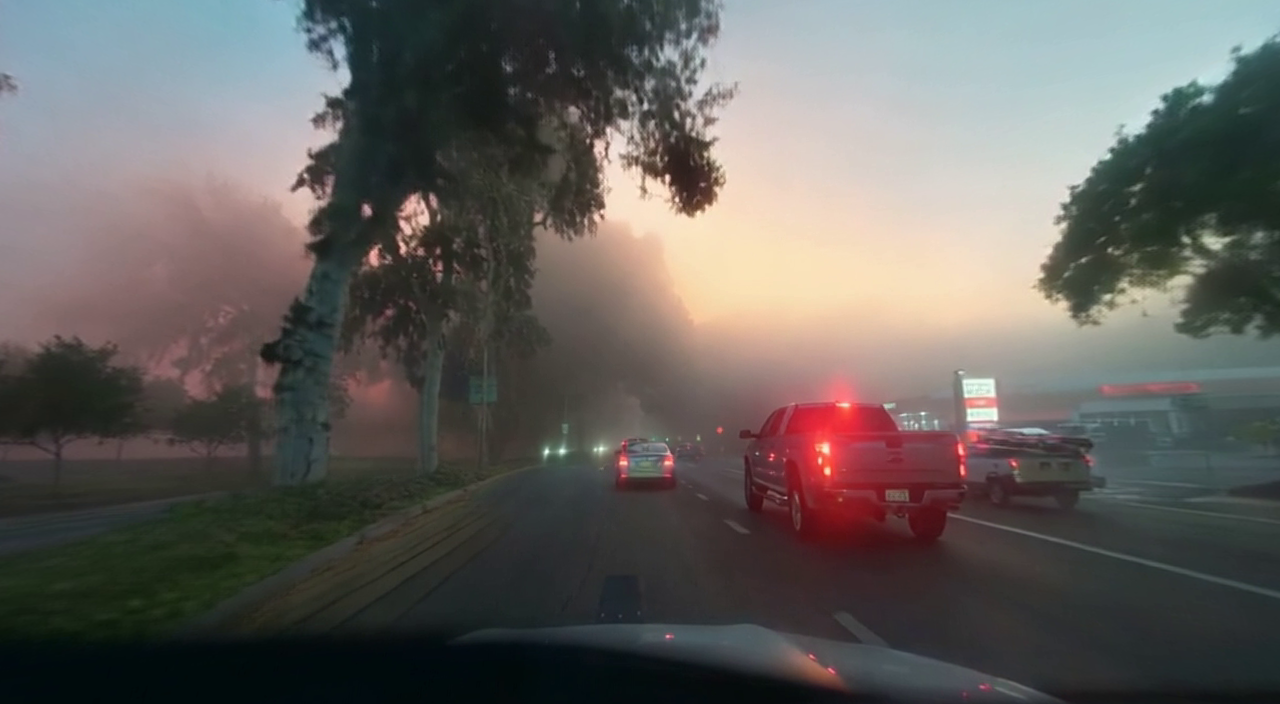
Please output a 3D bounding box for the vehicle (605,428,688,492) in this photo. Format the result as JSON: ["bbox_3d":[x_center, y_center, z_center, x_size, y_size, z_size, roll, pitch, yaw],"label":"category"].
[{"bbox_3d":[0.126,3.097,18.351,2.145,1.650,4.021,0,-8,-1],"label":"vehicle"}]

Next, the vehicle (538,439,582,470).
[{"bbox_3d":[-3.980,5.207,32.069,1.960,1.475,4.161,1,-9,-4],"label":"vehicle"}]

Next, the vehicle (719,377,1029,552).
[{"bbox_3d":[3.234,1.806,10.728,2.731,2.101,6.047,1,-8,-3],"label":"vehicle"}]
